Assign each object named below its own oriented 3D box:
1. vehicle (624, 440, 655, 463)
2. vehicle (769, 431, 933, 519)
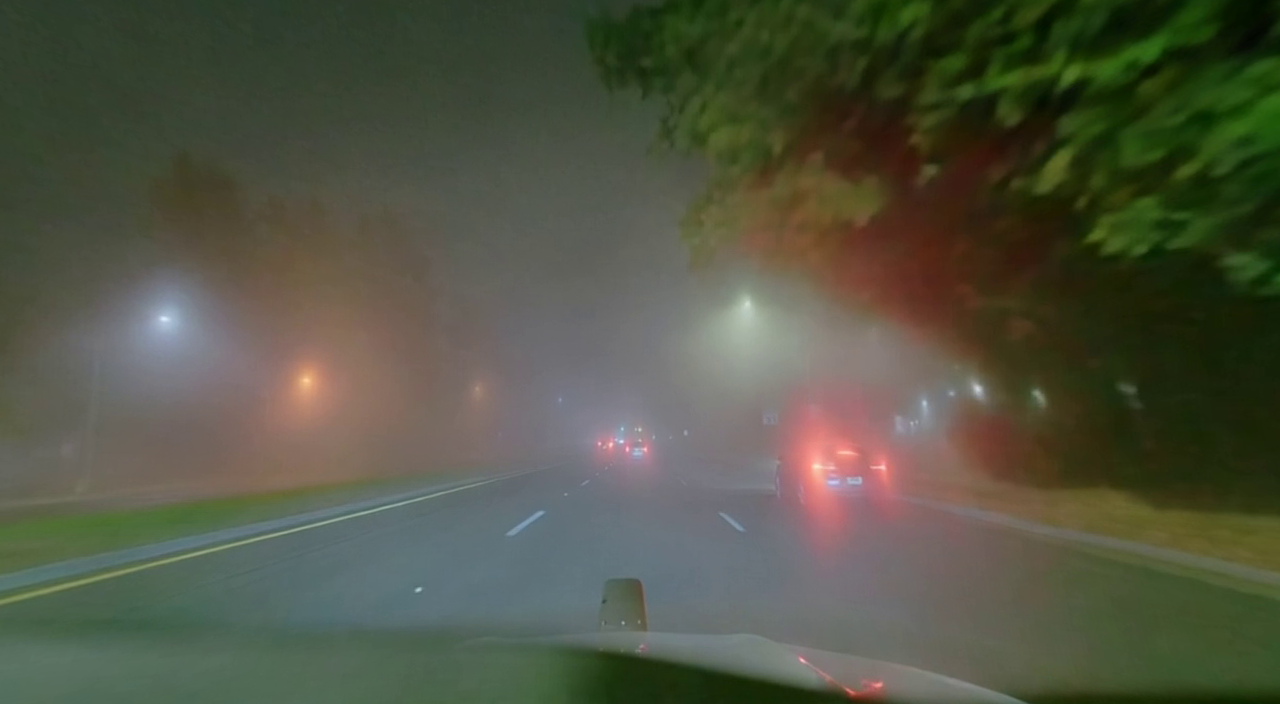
[{"bbox_3d":[0.021,7.191,45.391,2.095,1.548,4.264,0,-8,2],"label":"vehicle"},{"bbox_3d":[4.135,2.470,13.174,1.913,1.516,4.322,0,-8,0],"label":"vehicle"}]
